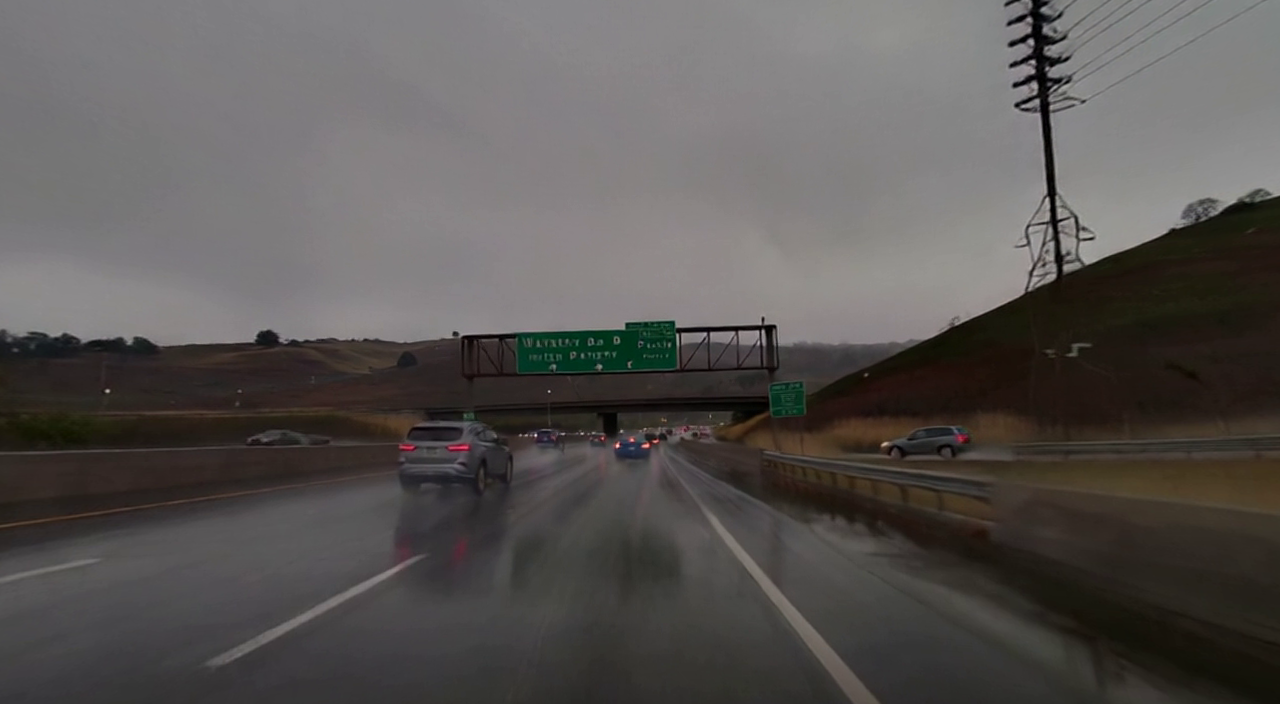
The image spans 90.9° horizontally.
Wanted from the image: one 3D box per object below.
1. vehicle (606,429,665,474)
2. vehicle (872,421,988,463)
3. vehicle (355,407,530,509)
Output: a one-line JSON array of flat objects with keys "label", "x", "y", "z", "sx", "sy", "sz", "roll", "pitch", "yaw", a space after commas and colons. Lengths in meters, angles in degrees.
[{"label": "vehicle", "x": -0.090, "y": 4.042, "z": 25.706, "sx": 2.193, "sy": 1.651, "sz": 3.946, "roll": -1, "pitch": -9, "yaw": 3}, {"label": "vehicle", "x": 19.228, "y": 6.076, "z": 42.323, "sx": 2.571, "sy": 2.571, "sz": 6.876, "roll": 4, "pitch": -10, "yaw": -25}, {"label": "vehicle", "x": -4.032, "y": 2.307, "z": 14.005, "sx": 2.228, "sy": 1.845, "sz": 4.847, "roll": 0, "pitch": -9, "yaw": 1}]
